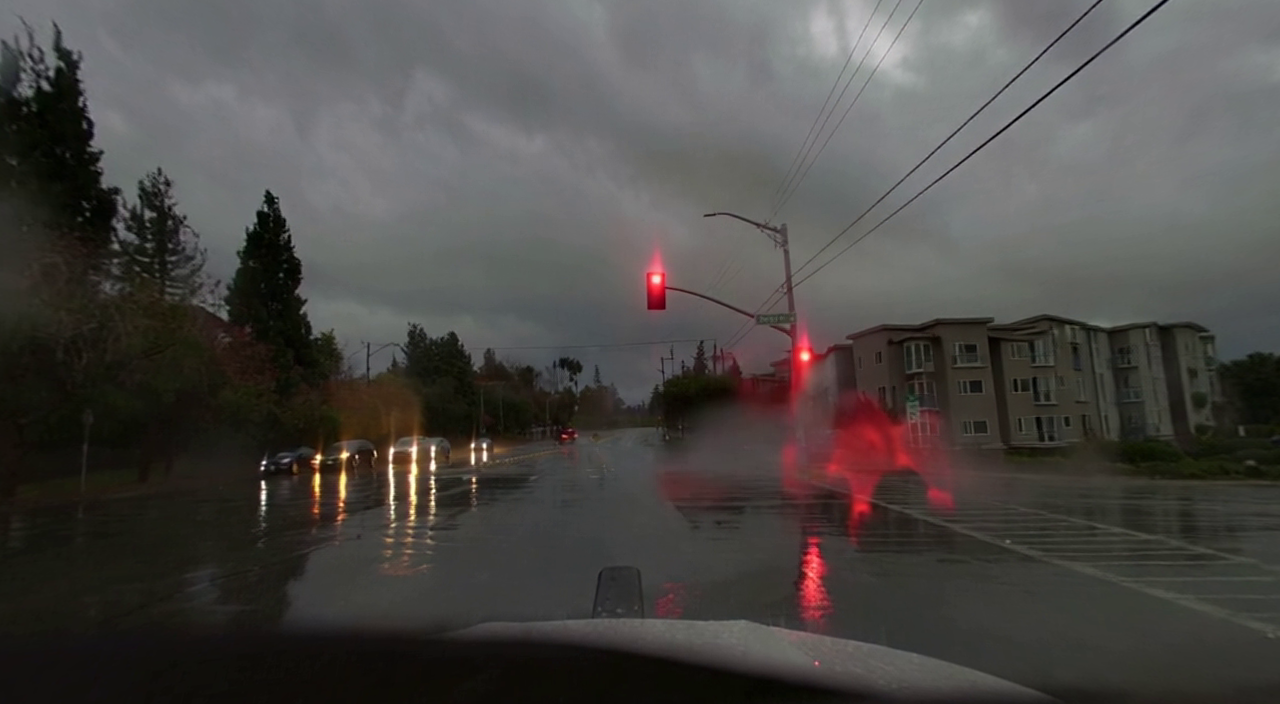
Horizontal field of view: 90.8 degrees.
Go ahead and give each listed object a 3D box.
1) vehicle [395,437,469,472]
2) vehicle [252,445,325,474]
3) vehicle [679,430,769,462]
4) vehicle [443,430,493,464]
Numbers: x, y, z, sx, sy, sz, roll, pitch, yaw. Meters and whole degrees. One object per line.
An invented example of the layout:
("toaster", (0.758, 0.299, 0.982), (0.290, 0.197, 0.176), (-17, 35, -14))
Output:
("vehicle", (-9.678, 4.797, 29.777), (2.116, 1.521, 4.294), (0, -9, -1))
("vehicle", (-21.088, 6.441, 38.105), (1.981, 1.628, 4.336), (0, -9, -1))
("vehicle", (4.343, 4.980, 33.447), (2.073, 1.571, 4.790), (5, -10, -32))
("vehicle", (-9.780, 5.452, 36.189), (1.910, 1.818, 4.057), (0, -9, -3))
